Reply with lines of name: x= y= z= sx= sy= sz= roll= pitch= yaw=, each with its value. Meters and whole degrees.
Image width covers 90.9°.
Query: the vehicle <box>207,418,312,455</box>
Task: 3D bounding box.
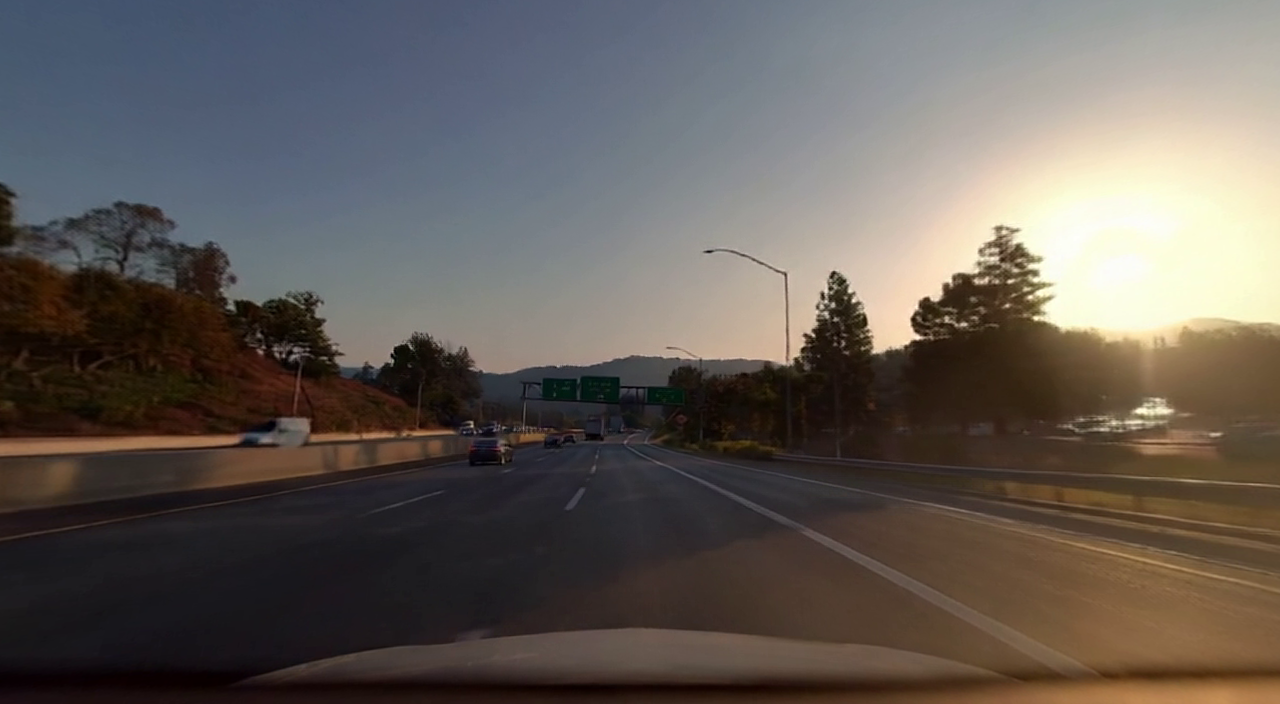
vehicle: x=-22.693 y=5.147 z=38.031 sx=2.687 sy=2.033 sz=6.139 roll=0 pitch=-8 yaw=-2

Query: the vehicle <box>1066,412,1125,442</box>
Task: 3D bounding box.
vehicle: x=31.804 y=5.284 z=43.936 sx=2.349 sy=1.906 sz=5.494 roll=-9 pitch=-12 yaw=44

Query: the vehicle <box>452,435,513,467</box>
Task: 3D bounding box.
vehicle: x=-7.959 y=5.022 z=32.233 sx=2.025 sy=1.494 sz=4.495 roll=0 pitch=-8 yaw=-1
